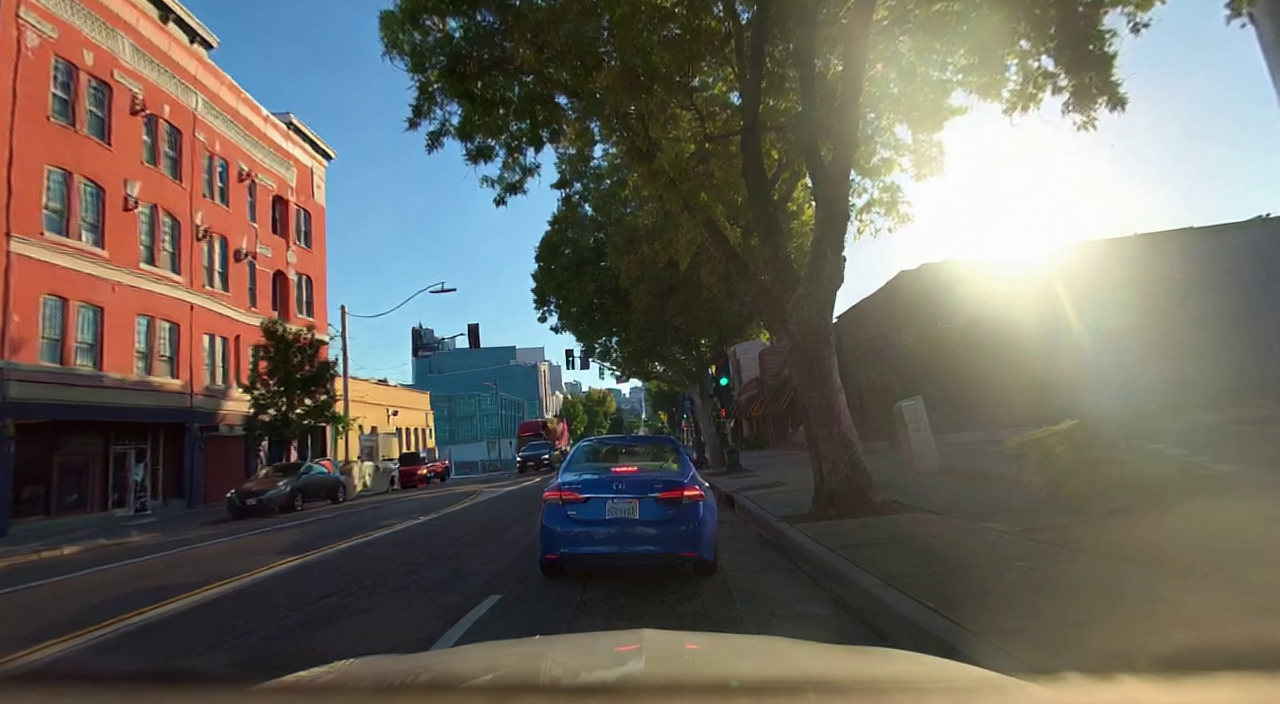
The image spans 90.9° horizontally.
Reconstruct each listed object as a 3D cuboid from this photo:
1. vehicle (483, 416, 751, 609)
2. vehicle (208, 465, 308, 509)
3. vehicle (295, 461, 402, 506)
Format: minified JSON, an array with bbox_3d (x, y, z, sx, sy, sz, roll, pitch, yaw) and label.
[{"bbox_3d":[-0.087,1.540,6.949,2.094,1.478,3.922,-1,-8,3],"label":"vehicle"},{"bbox_3d":[-17.467,6.159,28.908,3.516,1.383,1.704,-10,-10,1],"label":"vehicle"},{"bbox_3d":[-11.249,5.081,24.719,2.010,1.483,4.324,0,-8,1],"label":"vehicle"}]
